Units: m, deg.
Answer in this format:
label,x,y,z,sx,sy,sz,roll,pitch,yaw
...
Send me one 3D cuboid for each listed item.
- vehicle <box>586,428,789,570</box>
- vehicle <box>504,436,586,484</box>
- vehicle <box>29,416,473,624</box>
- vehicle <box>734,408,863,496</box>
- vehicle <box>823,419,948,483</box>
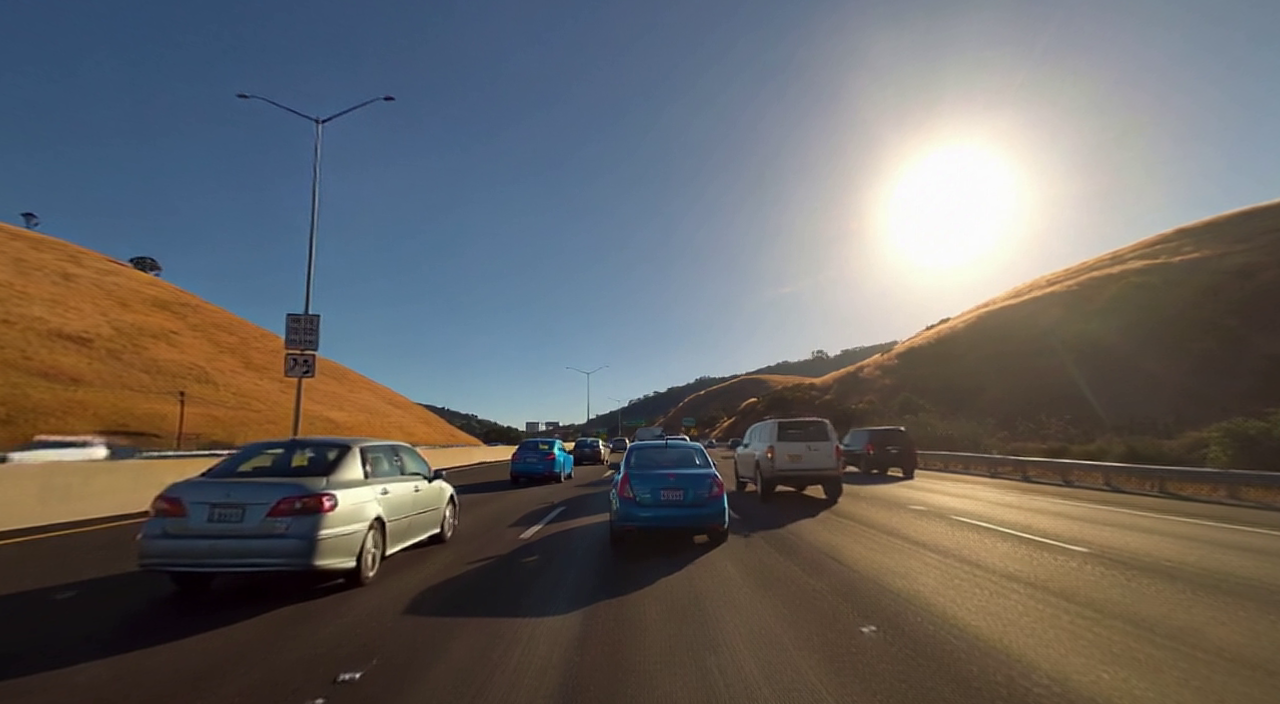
label,x,y,z,sx,sy,sz,roll,pitch,yaw
vehicle,0.508,1.803,8.490,2.072,1.431,3.904,0,-8,1
vehicle,-3.133,3.661,21.713,2.017,1.446,4.384,0,-8,2
vehicle,-3.442,1.557,6.864,2.033,1.513,4.333,0,-8,1
vehicle,3.779,2.503,15.977,2.086,1.884,4.547,0,-8,0
vehicle,7.469,3.083,19.793,2.071,1.754,4.586,0,-8,0
